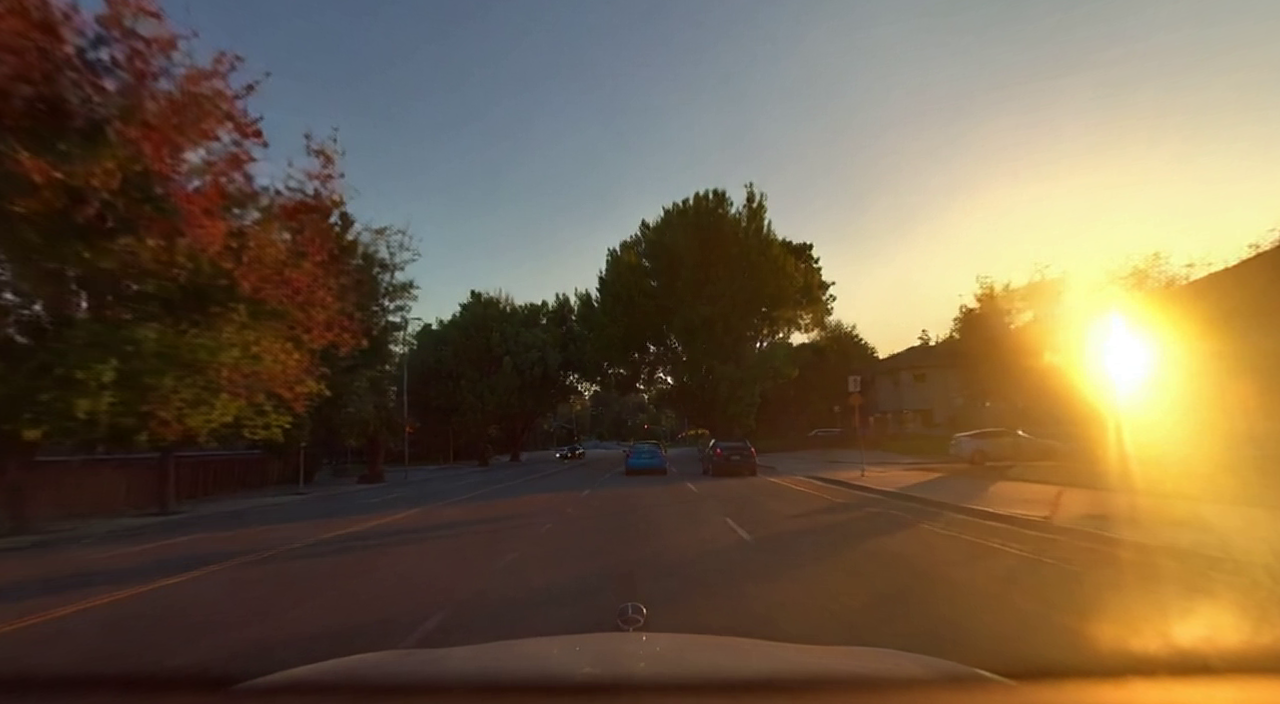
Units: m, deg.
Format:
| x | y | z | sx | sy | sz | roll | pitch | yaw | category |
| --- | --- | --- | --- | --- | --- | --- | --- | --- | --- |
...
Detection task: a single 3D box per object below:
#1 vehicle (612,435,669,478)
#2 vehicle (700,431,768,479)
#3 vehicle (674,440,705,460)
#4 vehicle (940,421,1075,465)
| x | y | z | sx | sy | sz | roll | pitch | yaw | category |
| --- | --- | --- | --- | --- | --- | --- | --- | --- | --- |
| 0.033 | 4.375 | 26.674 | 2.200 | 1.653 | 4.127 | 0 | -8 | 0 | vehicle |
| 3.644 | 4.116 | 25.362 | 2.024 | 1.711 | 4.512 | 0 | -8 | 0 | vehicle |
| 3.822 | 7.727 | 49.654 | 2.099 | 1.463 | 4.130 | 0 | -8 | 0 | vehicle |
| 15.404 | 3.845 | 26.615 | 4.378 | 1.754 | 2.007 | 0 | -9 | 0 | vehicle |
